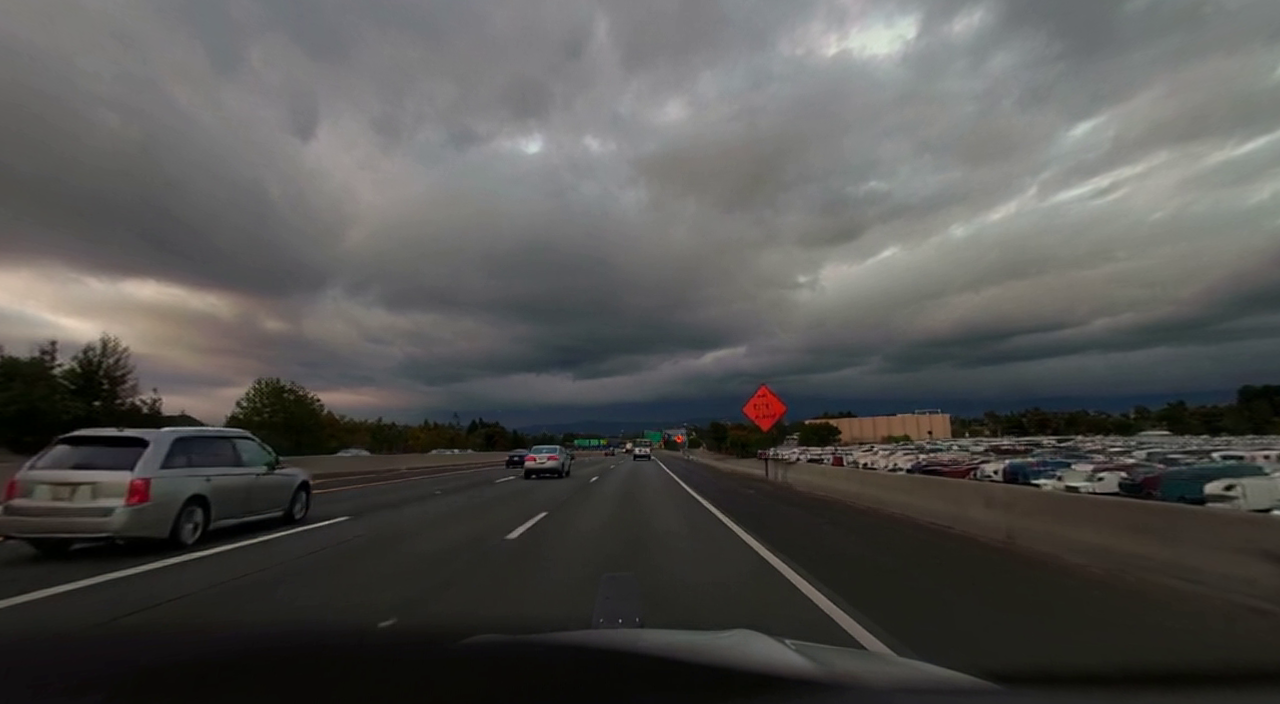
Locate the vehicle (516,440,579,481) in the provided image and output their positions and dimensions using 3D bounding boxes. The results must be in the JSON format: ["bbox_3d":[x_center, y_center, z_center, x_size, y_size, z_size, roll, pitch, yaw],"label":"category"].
[{"bbox_3d":[-4.016,4.802,28.101,2.070,1.665,4.213,0,-9,1],"label":"vehicle"}]

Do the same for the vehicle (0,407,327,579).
[{"bbox_3d":[-7.203,1.906,9.477,2.159,1.807,5.422,0,-9,0],"label":"vehicle"}]
